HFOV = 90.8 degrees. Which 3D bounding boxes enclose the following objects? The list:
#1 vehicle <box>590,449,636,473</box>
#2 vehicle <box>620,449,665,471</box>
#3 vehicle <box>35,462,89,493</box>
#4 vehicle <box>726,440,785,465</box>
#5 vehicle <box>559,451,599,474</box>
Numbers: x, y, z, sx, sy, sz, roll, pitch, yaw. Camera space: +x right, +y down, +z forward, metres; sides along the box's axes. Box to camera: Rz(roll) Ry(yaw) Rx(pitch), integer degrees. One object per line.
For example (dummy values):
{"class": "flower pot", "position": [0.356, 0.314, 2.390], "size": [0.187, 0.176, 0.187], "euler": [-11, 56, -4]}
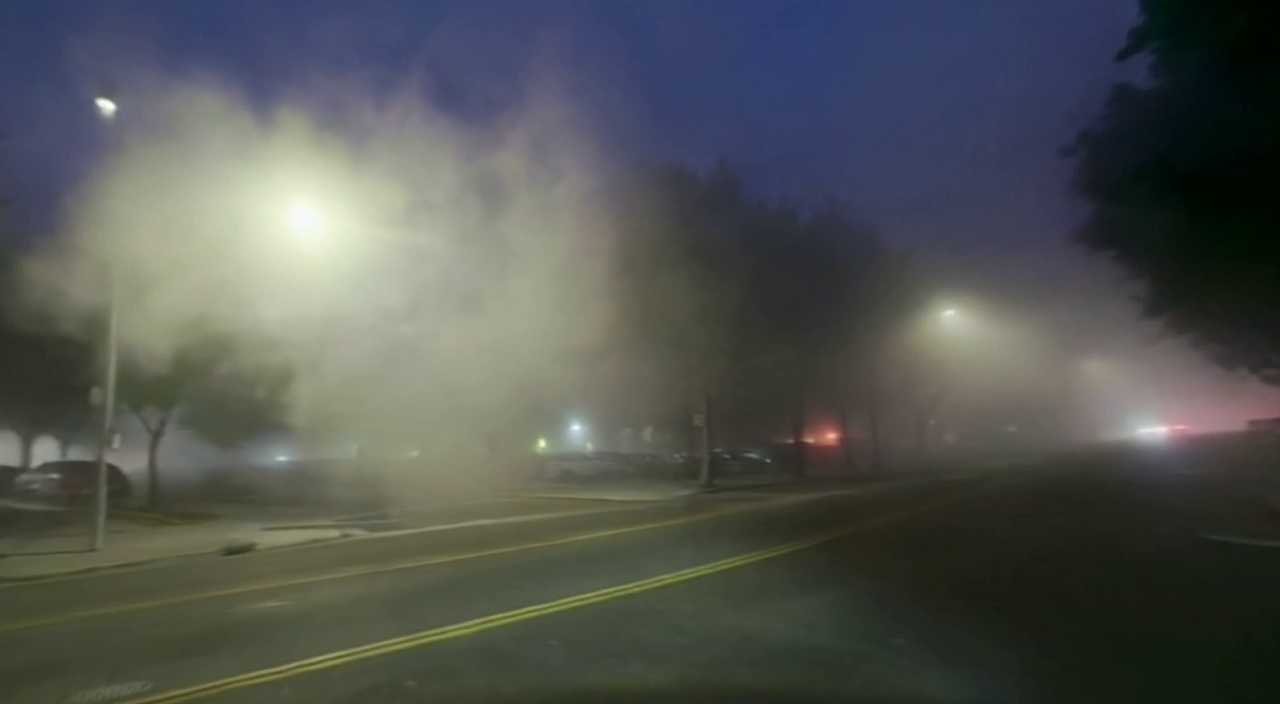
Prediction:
{"class": "vehicle", "position": [-1.972, 7.658, 44.501], "size": [2.121, 1.541, 5.124], "euler": [2, -9, -15]}
{"class": "vehicle", "position": [0.122, 8.118, 47.799], "size": [2.102, 1.541, 4.416], "euler": [3, -9, -18]}
{"class": "vehicle", "position": [-40.388, 8.793, 44.101], "size": [4.560, 1.862, 2.290], "euler": [-12, -11, 41]}
{"class": "vehicle", "position": [8.649, 7.593, 47.882], "size": [2.112, 1.719, 5.483], "euler": [2, -9, -16]}
{"class": "vehicle", "position": [-4.254, 7.614, 43.594], "size": [2.130, 1.458, 4.157], "euler": [2, -9, -13]}
